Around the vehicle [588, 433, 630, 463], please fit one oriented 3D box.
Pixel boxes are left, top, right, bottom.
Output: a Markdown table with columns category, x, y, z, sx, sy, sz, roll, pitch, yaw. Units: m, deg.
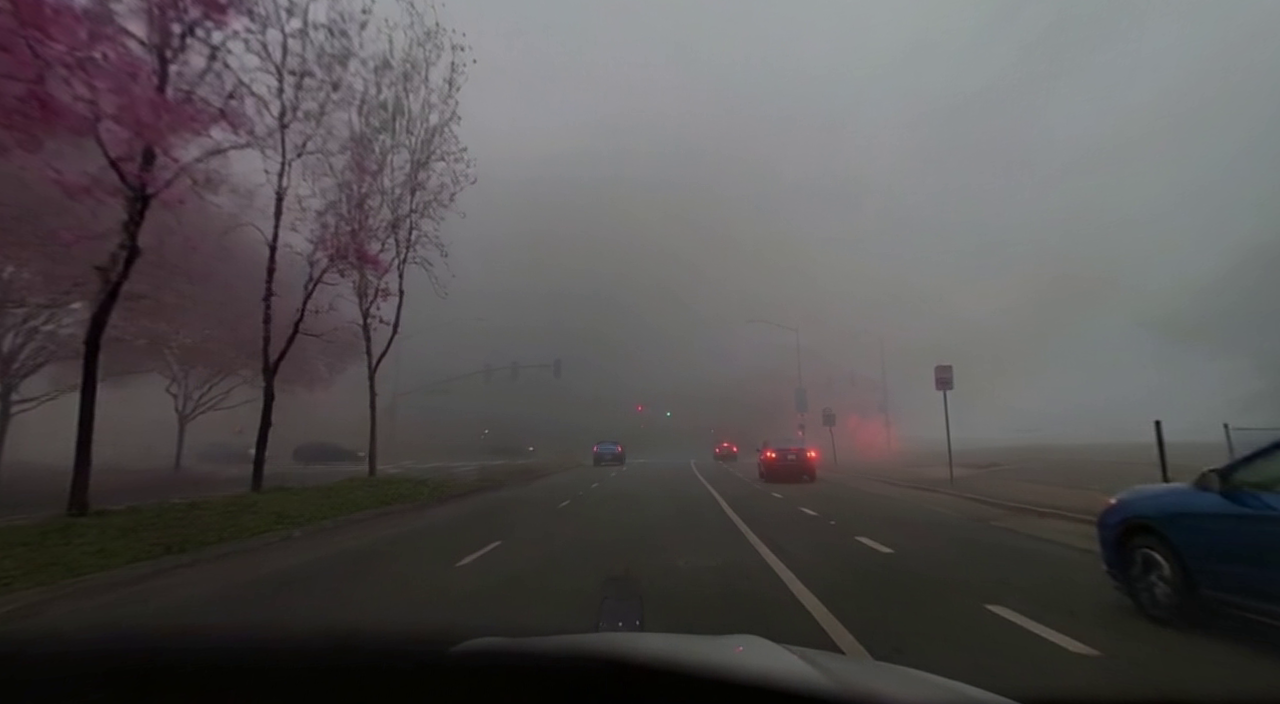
| category | x | y | z | sx | sy | sz | roll | pitch | yaw |
| --- | --- | --- | --- | --- | --- | --- | --- | --- | --- |
| vehicle | -1.801 | 5.865 | 38.445 | 1.995 | 1.703 | 4.367 | -1 | -9 | 4 |

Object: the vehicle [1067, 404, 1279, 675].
| category | x | y | z | sx | sy | sz | roll | pitch | yaw |
| --- | --- | --- | --- | --- | --- | --- | --- | --- | --- |
| vehicle | 4.630 | 0.992 | 3.136 | 2.019 | 1.518 | 4.285 | 0 | -9 | 1 |

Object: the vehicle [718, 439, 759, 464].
| category | x | y | z | sx | sy | sz | roll | pitch | yaw |
| --- | --- | --- | --- | --- | --- | --- | --- | --- | --- |
| vehicle | 6.082 | 6.192 | 39.366 | 2.007 | 1.466 | 4.291 | 0 | -9 | 2 |
